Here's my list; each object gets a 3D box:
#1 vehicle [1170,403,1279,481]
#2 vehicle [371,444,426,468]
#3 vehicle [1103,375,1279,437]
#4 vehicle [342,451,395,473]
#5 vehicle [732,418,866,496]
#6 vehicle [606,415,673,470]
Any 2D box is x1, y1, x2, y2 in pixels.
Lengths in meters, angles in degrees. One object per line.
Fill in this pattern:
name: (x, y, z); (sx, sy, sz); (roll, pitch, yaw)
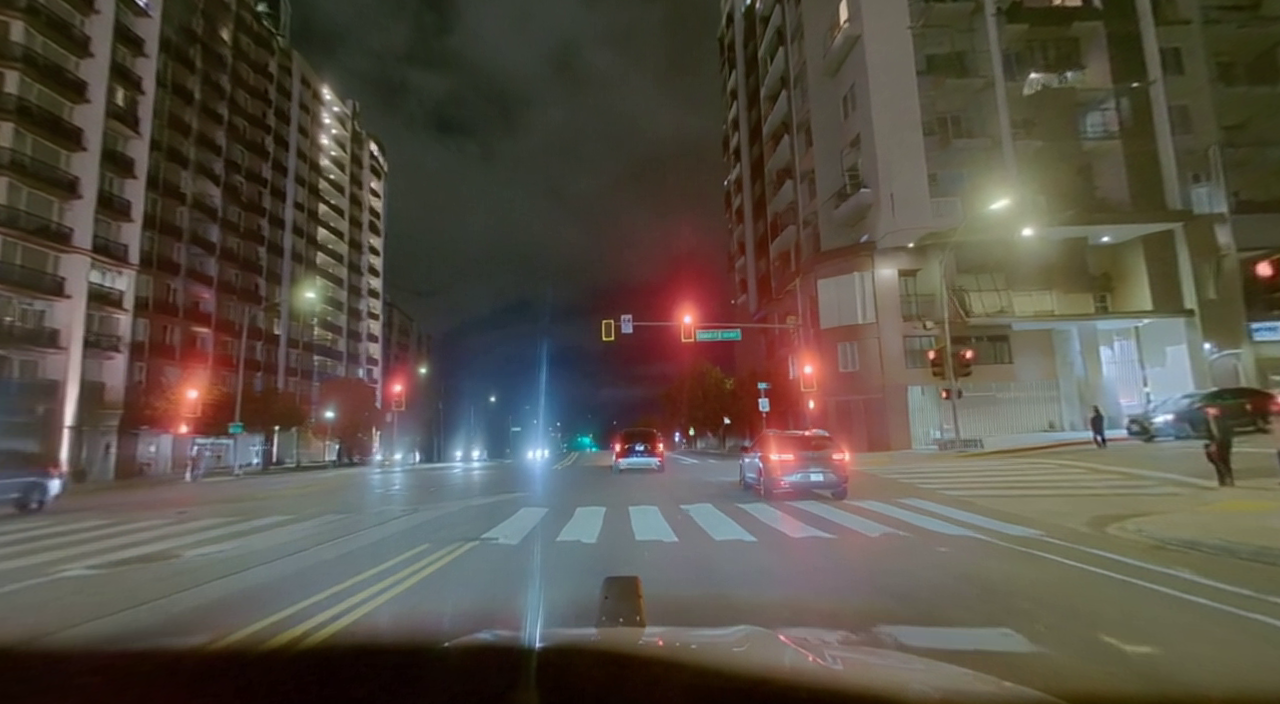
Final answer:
vehicle: (13.896, 1.848, 12.960); (4.354, 1.466, 1.863); (0, -8, -1)
vehicle: (-17.071, 7.372, 44.952); (2.011, 1.630, 4.541); (0, -8, 2)
vehicle: (20.276, 1.975, 22.811); (5.146, 1.699, 2.269); (-5, -9, 0)
vehicle: (-20.215, 8.177, 47.199); (1.979, 1.488, 4.473); (0, -8, 0)
vehicle: (3.516, 2.439, 14.964); (1.987, 1.538, 4.510); (0, -8, 0)
vehicle: (0.026, 3.260, 22.747); (2.168, 1.776, 4.135); (0, -8, 1)
